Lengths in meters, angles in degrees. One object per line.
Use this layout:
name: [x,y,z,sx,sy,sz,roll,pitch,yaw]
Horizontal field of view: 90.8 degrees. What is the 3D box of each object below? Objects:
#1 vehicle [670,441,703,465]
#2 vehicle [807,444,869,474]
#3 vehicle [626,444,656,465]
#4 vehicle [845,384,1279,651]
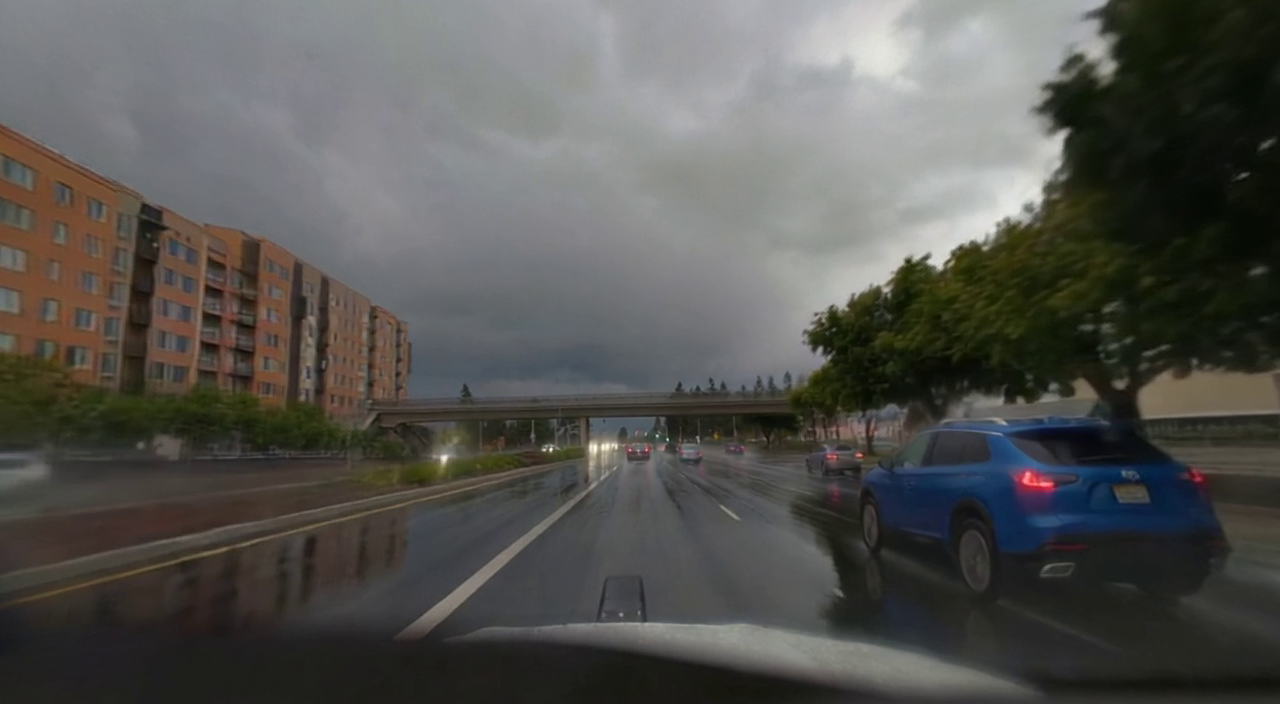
vehicle: [3.472,7.681,48.106,2.165,1.708,3.928,0,-8,-1]
vehicle: [10.382,5.644,33.518,1.888,1.468,4.175,0,-8,-1]
vehicle: [0.068,7.777,48.220,2.173,1.498,4.528,0,-8,0]
vehicle: [3.953,1.427,6.551,2.130,1.741,4.665,0,-8,1]
